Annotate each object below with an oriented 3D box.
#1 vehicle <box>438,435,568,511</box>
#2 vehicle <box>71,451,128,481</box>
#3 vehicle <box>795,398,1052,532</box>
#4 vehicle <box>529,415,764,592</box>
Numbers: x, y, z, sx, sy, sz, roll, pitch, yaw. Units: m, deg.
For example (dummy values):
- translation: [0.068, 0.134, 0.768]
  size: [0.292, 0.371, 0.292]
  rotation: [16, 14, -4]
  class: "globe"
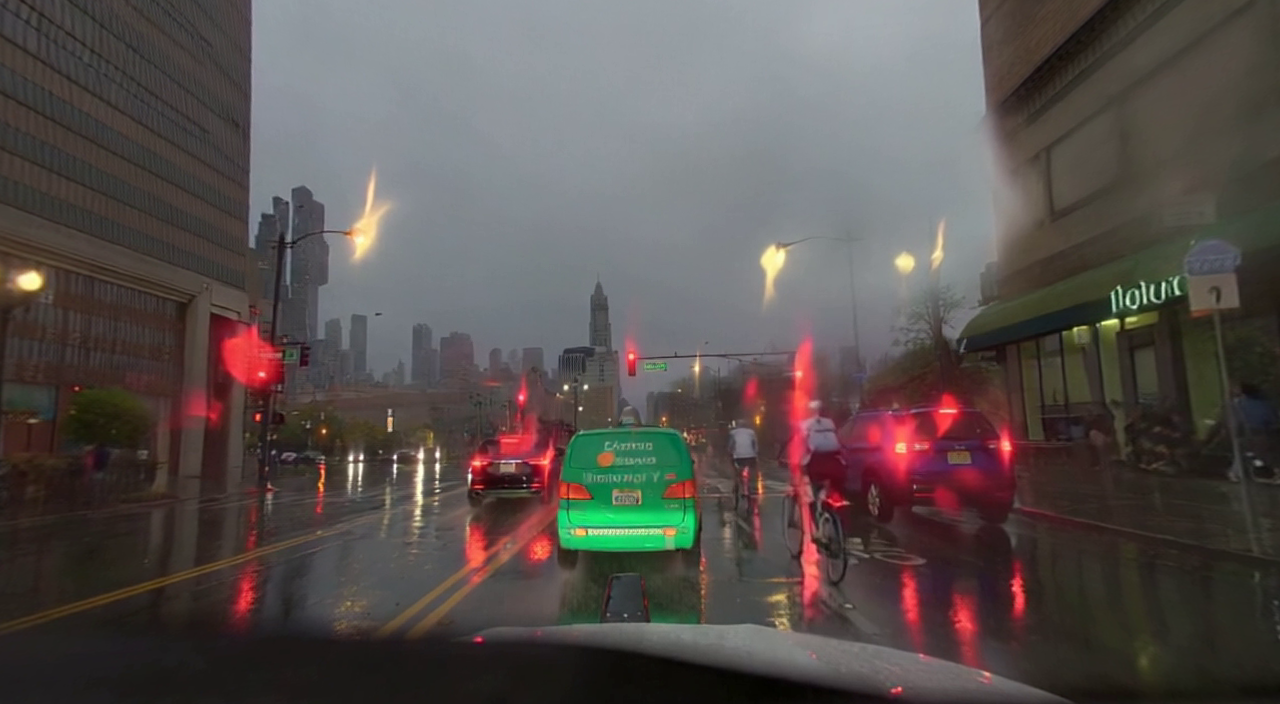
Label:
- translation: [-2.943, 2.708, 14.622]
  size: [2.039, 1.452, 4.489]
  rotation: [0, -9, 0]
  class: "vehicle"
- translation: [-33.553, 7.029, 39.267]
  size: [2.264, 1.722, 4.721]
  rotation: [6, -11, -36]
  class: "vehicle"
- translation: [4.512, 1.909, 11.122]
  size: [2.142, 1.829, 4.767]
  rotation: [0, -9, -2]
  class: "vehicle"
- translation: [0.027, 1.655, 7.710]
  size: [2.091, 1.557, 4.000]
  rotation: [0, -9, -1]
  class: "vehicle"
